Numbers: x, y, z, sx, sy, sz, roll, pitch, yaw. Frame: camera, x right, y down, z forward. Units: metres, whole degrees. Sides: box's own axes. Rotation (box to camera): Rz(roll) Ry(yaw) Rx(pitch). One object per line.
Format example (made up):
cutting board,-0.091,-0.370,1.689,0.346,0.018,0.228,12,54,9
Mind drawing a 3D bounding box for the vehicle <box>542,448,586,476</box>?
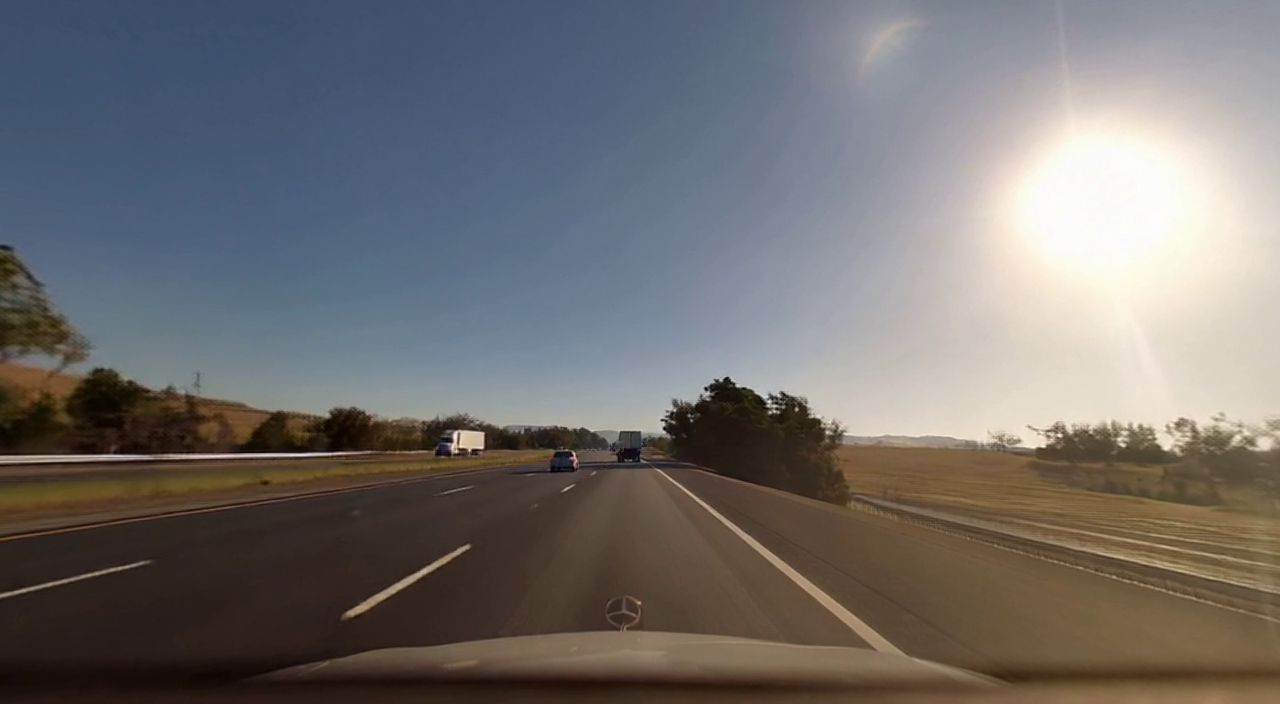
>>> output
vehicle,-4.570,6.670,38.515,2.108,1.573,5.000,0,-9,-1
